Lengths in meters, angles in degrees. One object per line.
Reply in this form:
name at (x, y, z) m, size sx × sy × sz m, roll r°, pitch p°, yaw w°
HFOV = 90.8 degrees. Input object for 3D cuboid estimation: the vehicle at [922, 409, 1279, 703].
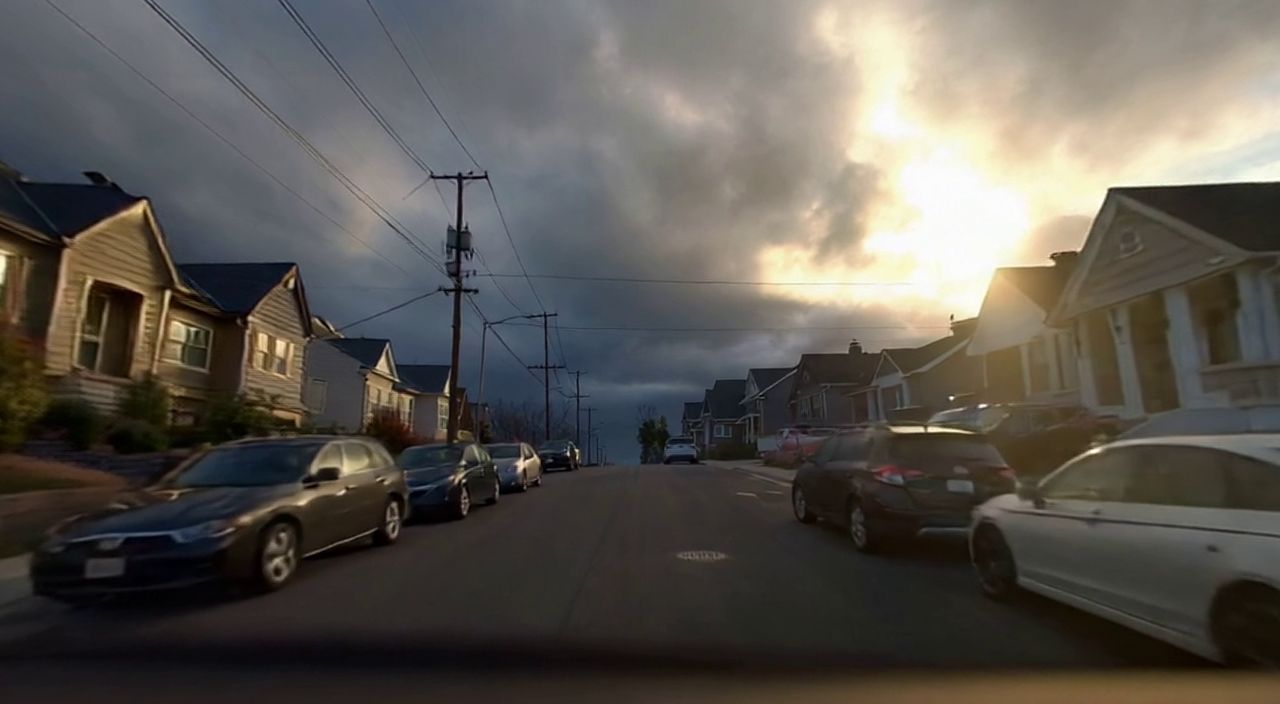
vehicle at (3.652, 1.119, 3.725) m, size 2.083 × 1.407 × 4.506 m, roll 0°, pitch -8°, yaw 3°

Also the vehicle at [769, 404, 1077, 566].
vehicle at (3.405, 1.695, 8.815) m, size 1.957 × 1.644 × 4.433 m, roll 1°, pitch -8°, yaw -4°

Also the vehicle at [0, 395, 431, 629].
vehicle at (-4.186, 1.613, 7.252) m, size 2.031 × 1.708 × 4.746 m, roll -2°, pitch -9°, yaw -1°

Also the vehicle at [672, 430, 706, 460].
vehicle at (3.774, 7.296, 49.397) m, size 2.343 × 2.229 × 4.199 m, roll 0°, pitch -8°, yaw 0°
